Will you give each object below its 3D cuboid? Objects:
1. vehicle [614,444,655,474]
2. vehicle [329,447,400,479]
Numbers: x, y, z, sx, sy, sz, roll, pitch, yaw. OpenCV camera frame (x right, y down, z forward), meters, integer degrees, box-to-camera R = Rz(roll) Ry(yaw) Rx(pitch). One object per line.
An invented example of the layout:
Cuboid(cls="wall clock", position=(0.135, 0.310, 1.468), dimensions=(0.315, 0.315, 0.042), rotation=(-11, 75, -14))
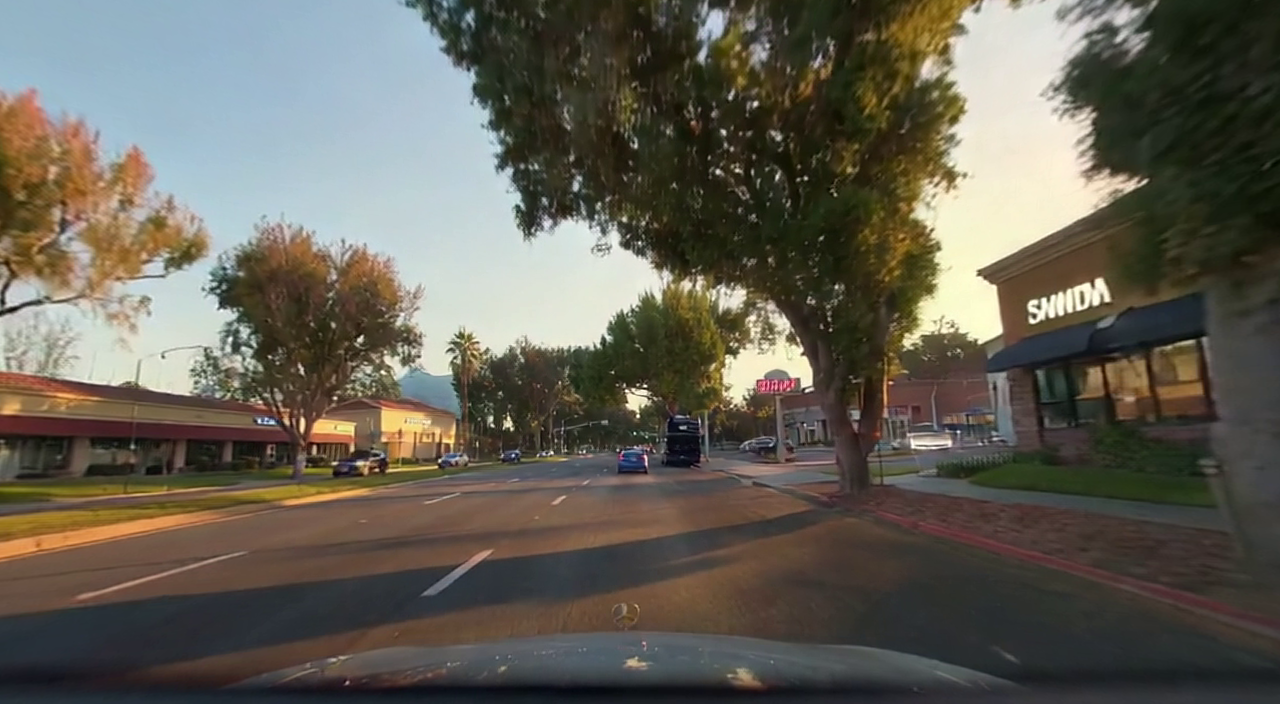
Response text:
Cuboid(cls="vehicle", position=(-0.391, 5.858, 34.642), dimensions=(2.103, 1.506, 4.742), rotation=(0, -9, -2))
Cuboid(cls="vehicle", position=(-15.532, 6.272, 35.920), dimensions=(2.041, 1.685, 4.571), rotation=(0, -9, -1))
